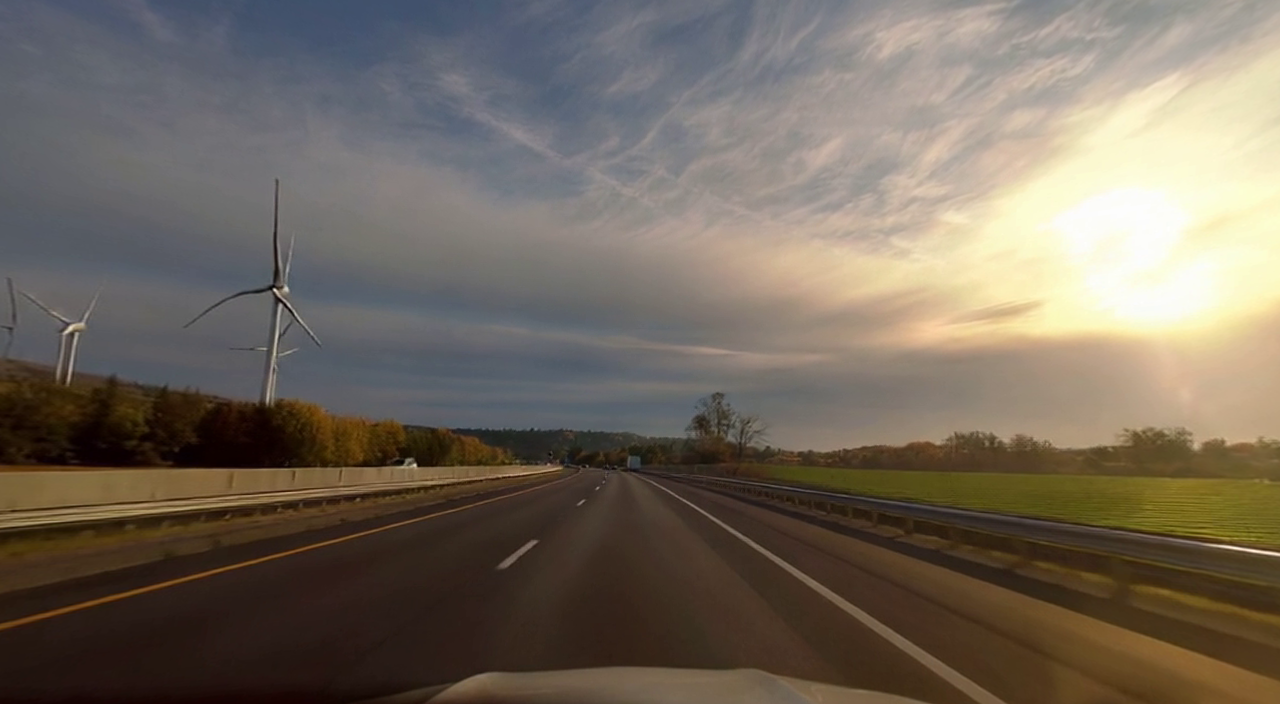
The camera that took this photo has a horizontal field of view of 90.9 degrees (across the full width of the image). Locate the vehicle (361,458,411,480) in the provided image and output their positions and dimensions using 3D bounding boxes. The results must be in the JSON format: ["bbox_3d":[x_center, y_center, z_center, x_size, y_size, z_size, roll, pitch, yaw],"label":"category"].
[{"bbox_3d":[-18.334,8.496,45.737,1.924,1.441,4.208,1,-10,-1],"label":"vehicle"}]
